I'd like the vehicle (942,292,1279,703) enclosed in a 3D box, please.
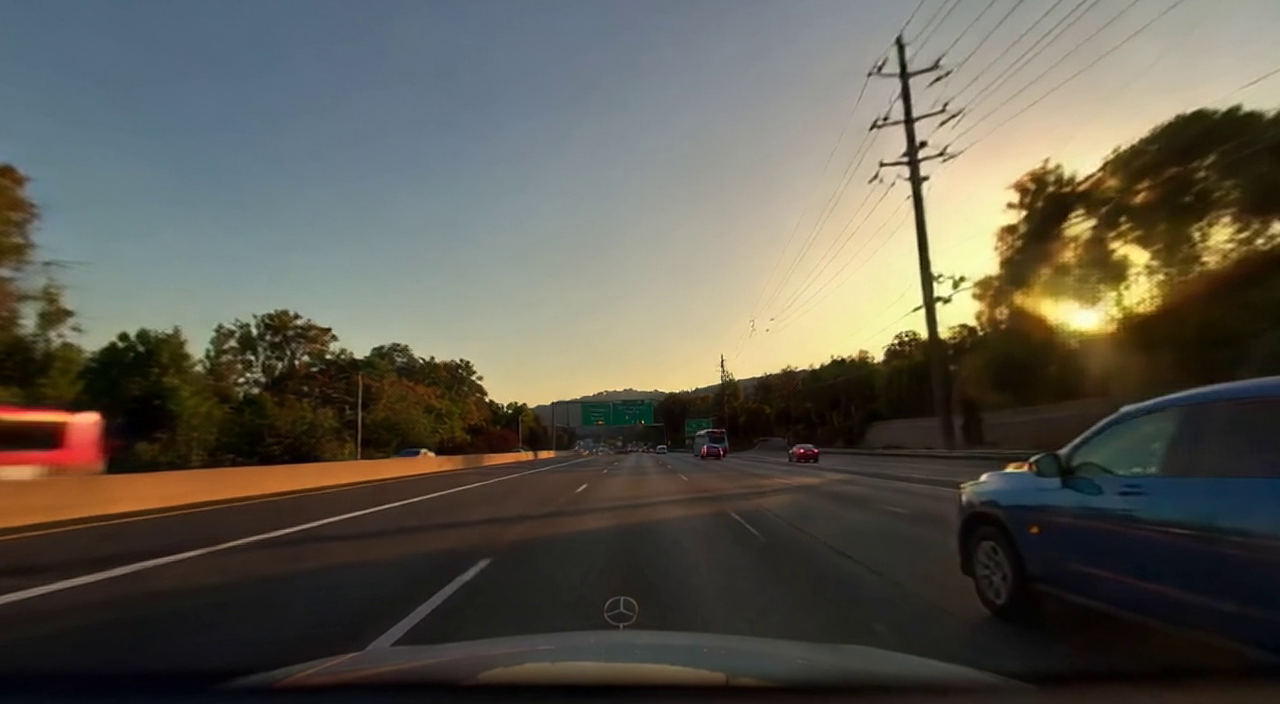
[{"bbox_3d":[3.511,0.720,2.450,2.207,1.850,4.875,0,-9,0],"label":"vehicle"}]
